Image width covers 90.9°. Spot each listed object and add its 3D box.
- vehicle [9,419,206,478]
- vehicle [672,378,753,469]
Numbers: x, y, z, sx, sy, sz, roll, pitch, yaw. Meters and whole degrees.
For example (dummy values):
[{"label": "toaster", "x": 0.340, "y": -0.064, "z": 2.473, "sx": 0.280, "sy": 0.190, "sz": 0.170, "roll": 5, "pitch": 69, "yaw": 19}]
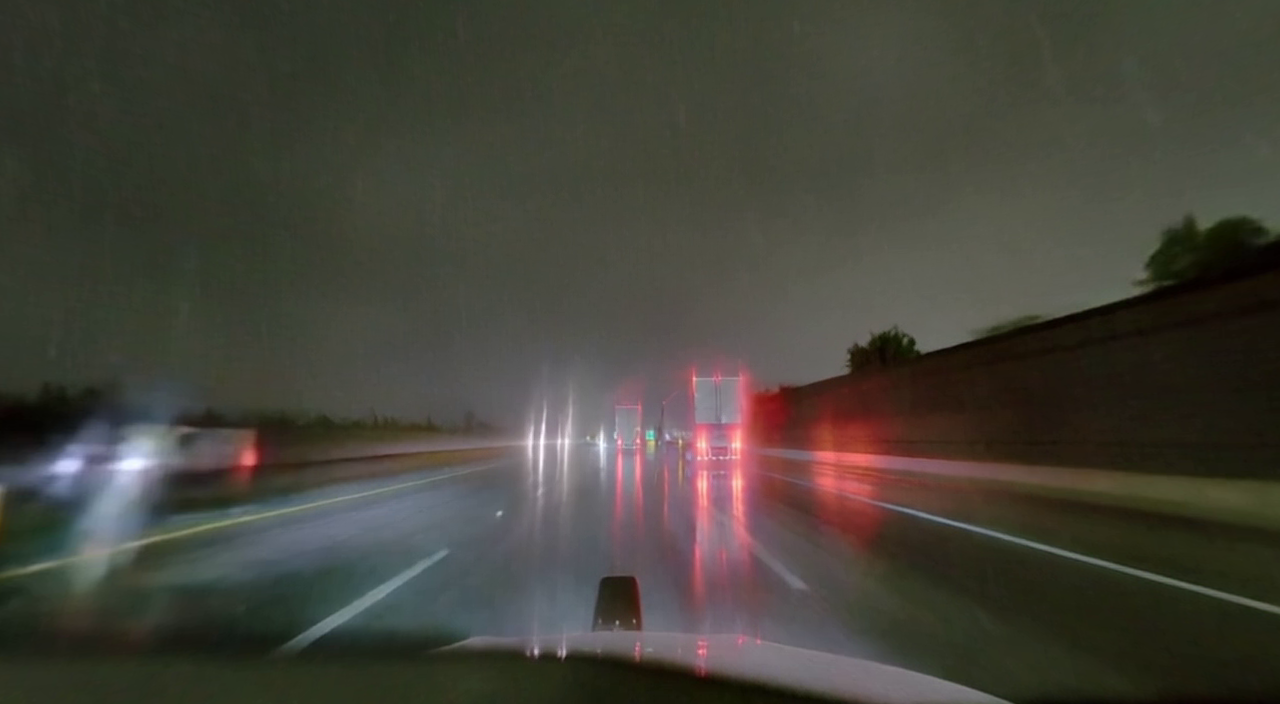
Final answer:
[{"label": "vehicle", "x": -16.521, "y": 3.027, "z": 20.033, "sx": 2.059, "sy": 1.638, "sz": 4.831, "roll": 0, "pitch": -8, "yaw": 0}, {"label": "vehicle", "x": 3.398, "y": 3.712, "z": 31.994, "sx": 2.873, "sy": 3.998, "sz": 8.286, "roll": 0, "pitch": -8, "yaw": -2}]
